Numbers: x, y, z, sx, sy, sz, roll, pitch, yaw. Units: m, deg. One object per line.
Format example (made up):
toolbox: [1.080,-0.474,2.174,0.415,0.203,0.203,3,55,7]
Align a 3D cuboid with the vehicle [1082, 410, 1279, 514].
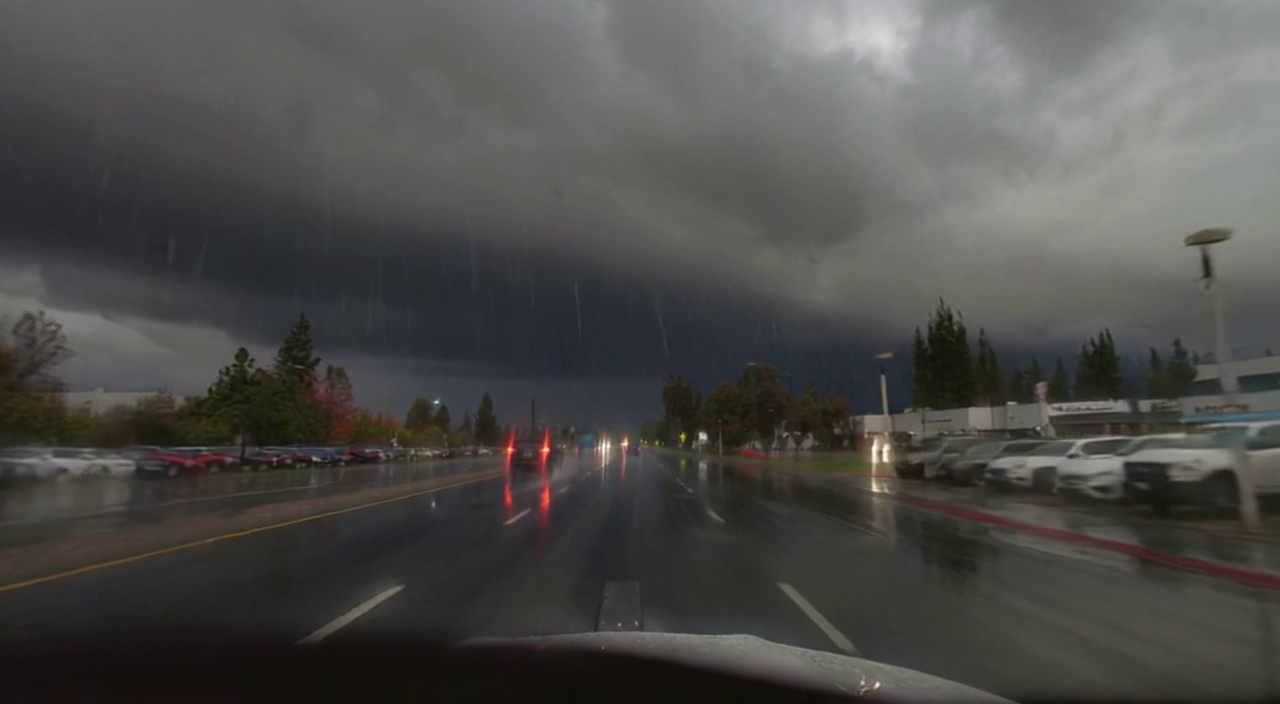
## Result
vehicle: [12.433,2.240,13.028,5.454,1.829,2.288,3,-9,-15]

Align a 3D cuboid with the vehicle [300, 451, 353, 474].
vehicle: [-23.145,8.153,46.658,1.858,1.530,4.044,0,-8,0]

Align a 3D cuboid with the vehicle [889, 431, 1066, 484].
vehicle: [12.689,3.989,23.941,5.500,1.749,2.057,-1,-9,-3]

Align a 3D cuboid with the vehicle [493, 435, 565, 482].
vehicle: [-4.362,4.257,25.431,2.109,1.672,4.256,0,-8,0]
